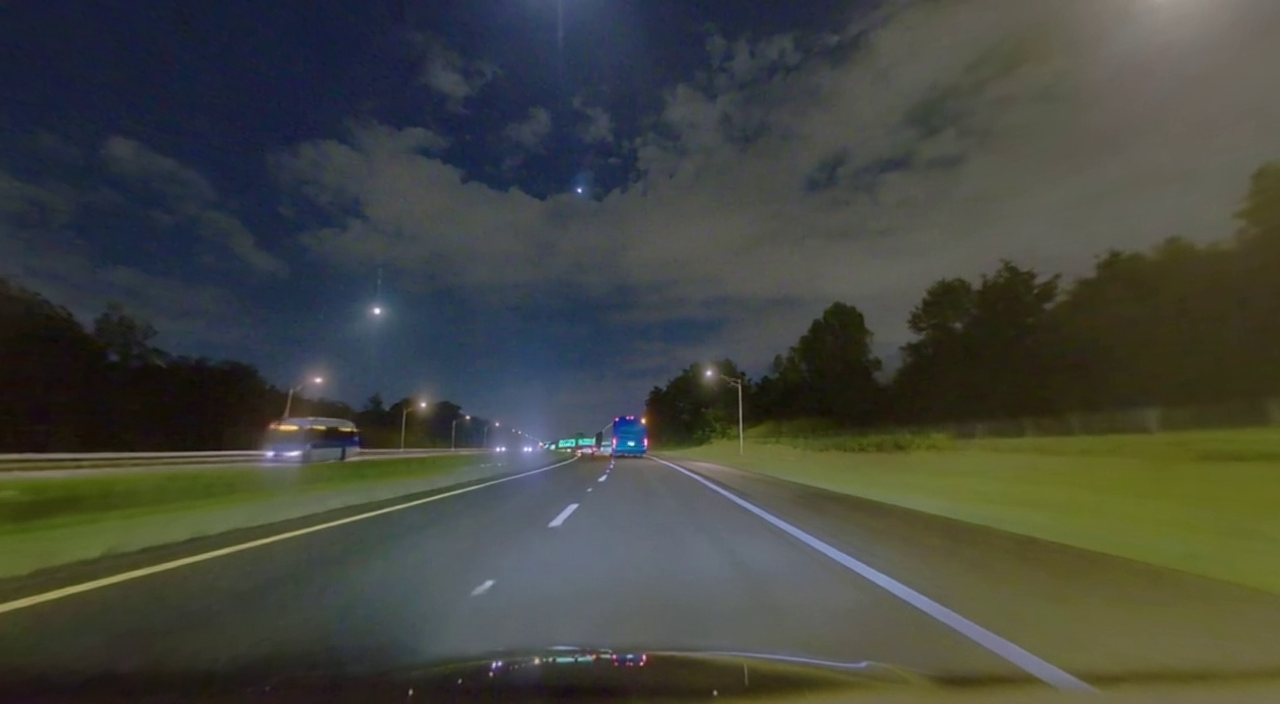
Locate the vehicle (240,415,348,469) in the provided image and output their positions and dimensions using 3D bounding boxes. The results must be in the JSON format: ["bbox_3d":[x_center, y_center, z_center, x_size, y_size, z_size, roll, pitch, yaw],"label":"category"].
[{"bbox_3d":[-20.384,5.413,37.692,2.333,2.885,7.543,0,-9,-2],"label":"vehicle"}]
